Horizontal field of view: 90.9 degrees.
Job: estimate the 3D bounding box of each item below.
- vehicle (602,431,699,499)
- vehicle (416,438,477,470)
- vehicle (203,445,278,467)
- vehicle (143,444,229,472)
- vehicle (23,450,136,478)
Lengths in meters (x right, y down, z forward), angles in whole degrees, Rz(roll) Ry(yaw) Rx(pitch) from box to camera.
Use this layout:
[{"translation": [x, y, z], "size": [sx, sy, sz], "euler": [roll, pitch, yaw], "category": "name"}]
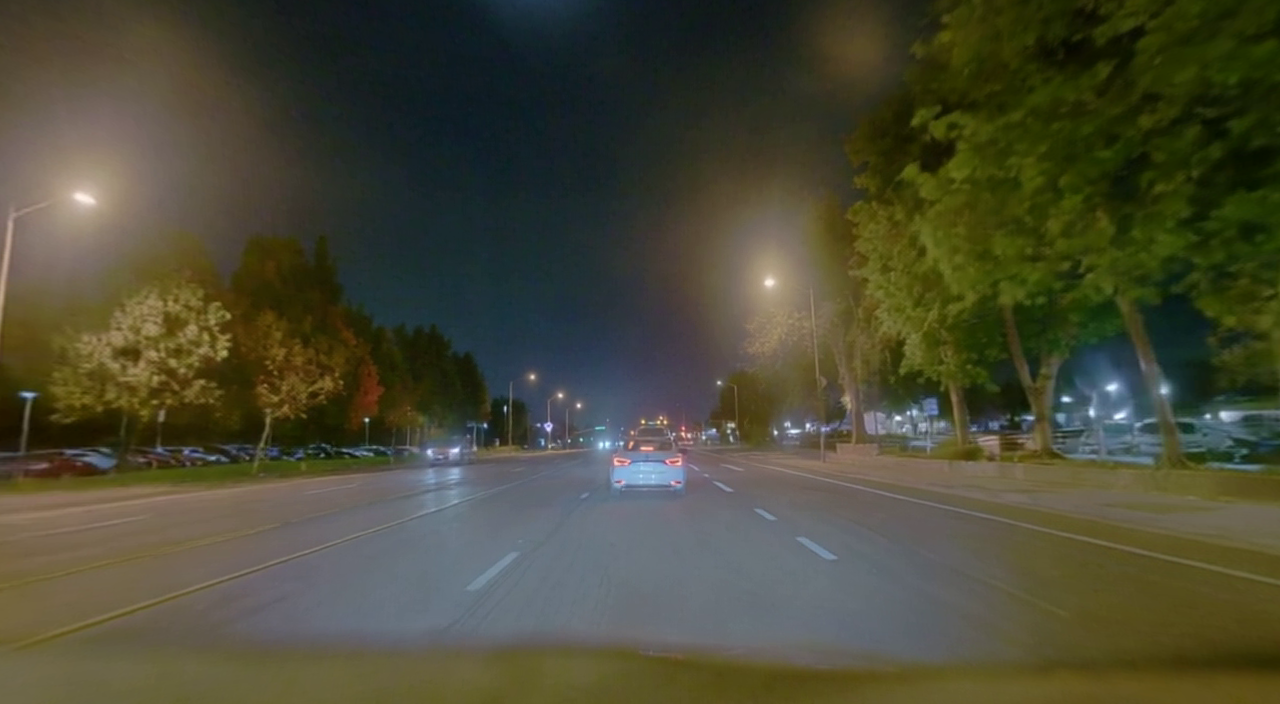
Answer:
[{"translation": [0.184, 2.740, 15.721], "size": [2.093, 1.442, 3.977], "euler": [0, -8, -1], "category": "vehicle"}, {"translation": [-11.408, 6.010, 37.541], "size": [2.066, 1.753, 4.559], "euler": [-1, -8, 2], "category": "vehicle"}, {"translation": [-29.961, 7.790, 47.327], "size": [4.342, 1.621, 1.967], "euler": [-1, -8, 5], "category": "vehicle"}, {"translation": [-30.241, 7.035, 42.073], "size": [4.266, 1.600, 1.877], "euler": [-3, -8, -2], "category": "vehicle"}, {"translation": [-30.532, 6.075, 34.423], "size": [4.356, 1.444, 1.819], "euler": [0, -8, -1], "category": "vehicle"}]
